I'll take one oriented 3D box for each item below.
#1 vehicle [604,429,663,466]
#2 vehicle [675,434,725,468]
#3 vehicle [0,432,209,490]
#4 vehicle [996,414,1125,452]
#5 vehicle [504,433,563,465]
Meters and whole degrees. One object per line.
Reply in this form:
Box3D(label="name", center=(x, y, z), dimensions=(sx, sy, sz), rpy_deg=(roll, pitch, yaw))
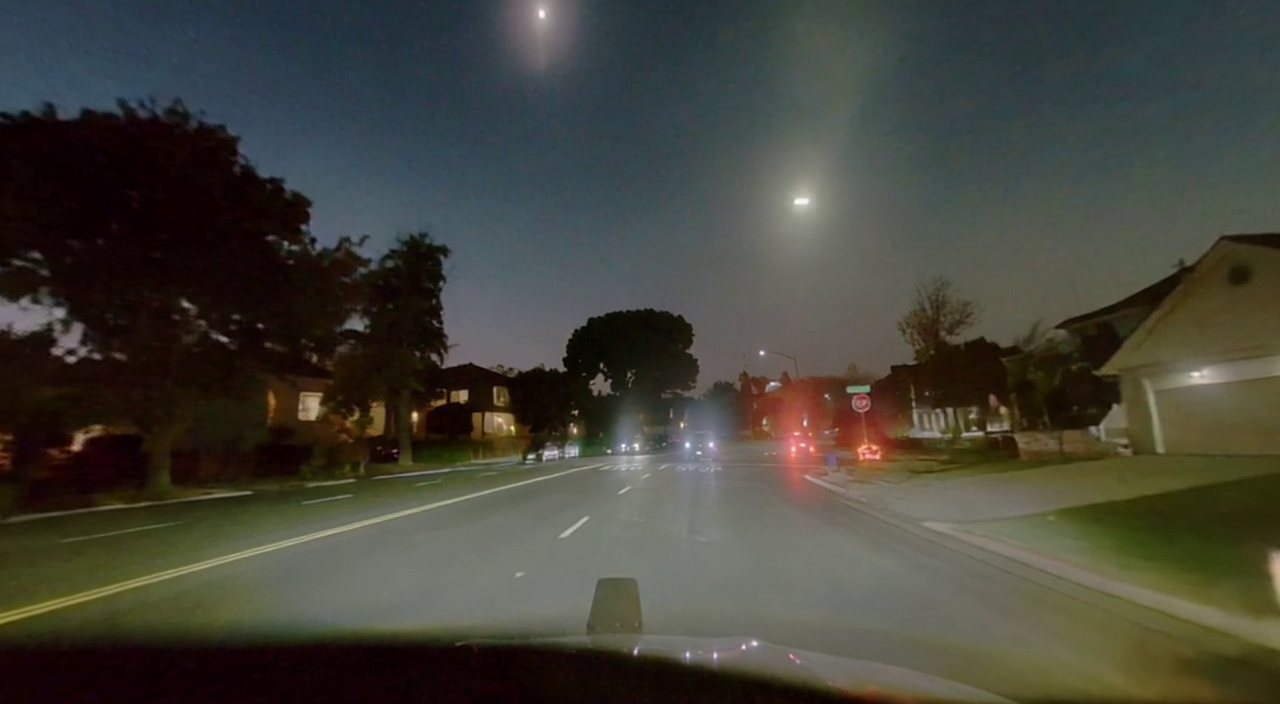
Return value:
Box3D(label="vehicle", center=(-0.234, 4.816, 31.762), dimensions=(2.178, 1.695, 4.339), rpy_deg=(-2, -9, 11))
Box3D(label="vehicle", center=(2.862, 4.576, 29.297), dimensions=(1.955, 1.459, 4.383), rpy_deg=(-2, -9, 10))
Box3D(label="vehicle", center=(-17.652, 3.563, 20.771), dimensions=(5.177, 1.779, 2.199), rpy_deg=(0, -8, 0))
Box3D(label="vehicle", center=(21.451, 4.215, 32.340), dimensions=(4.989, 1.564, 2.007), rpy_deg=(-5, -13, 16))
Box3D(label="vehicle", center=(-7.821, 7.166, 46.998), dimensions=(2.191, 1.980, 5.888), rpy_deg=(-5, -8, 12))
